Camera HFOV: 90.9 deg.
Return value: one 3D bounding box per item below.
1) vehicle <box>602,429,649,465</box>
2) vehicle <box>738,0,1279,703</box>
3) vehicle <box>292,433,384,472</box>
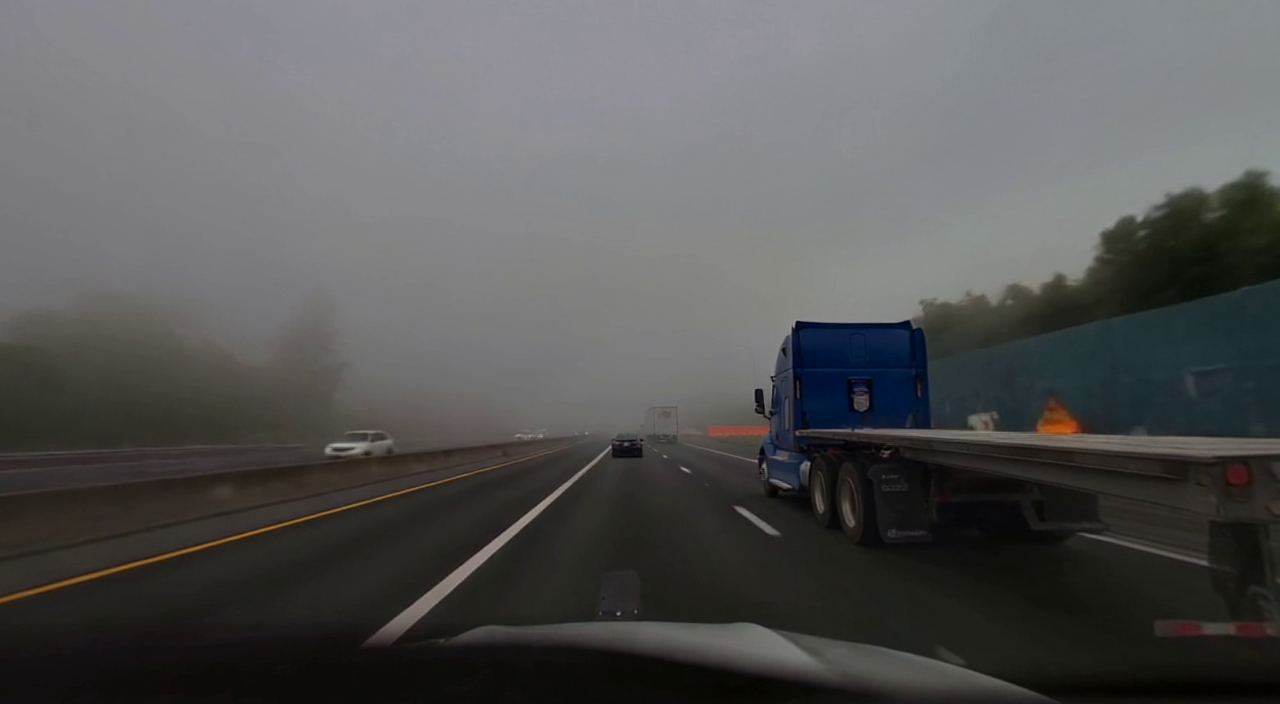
[{"bbox_3d":[-0.609,4.138,27.739,1.929,1.469,3.677,0,-8,-1],"label":"vehicle"},{"bbox_3d":[3.623,0.368,7.238,2.919,3.634,10.888,0,-8,-2],"label":"vehicle"},{"bbox_3d":[-12.015,4.012,25.394,1.742,1.415,4.162,0,-8,-1],"label":"vehicle"}]
